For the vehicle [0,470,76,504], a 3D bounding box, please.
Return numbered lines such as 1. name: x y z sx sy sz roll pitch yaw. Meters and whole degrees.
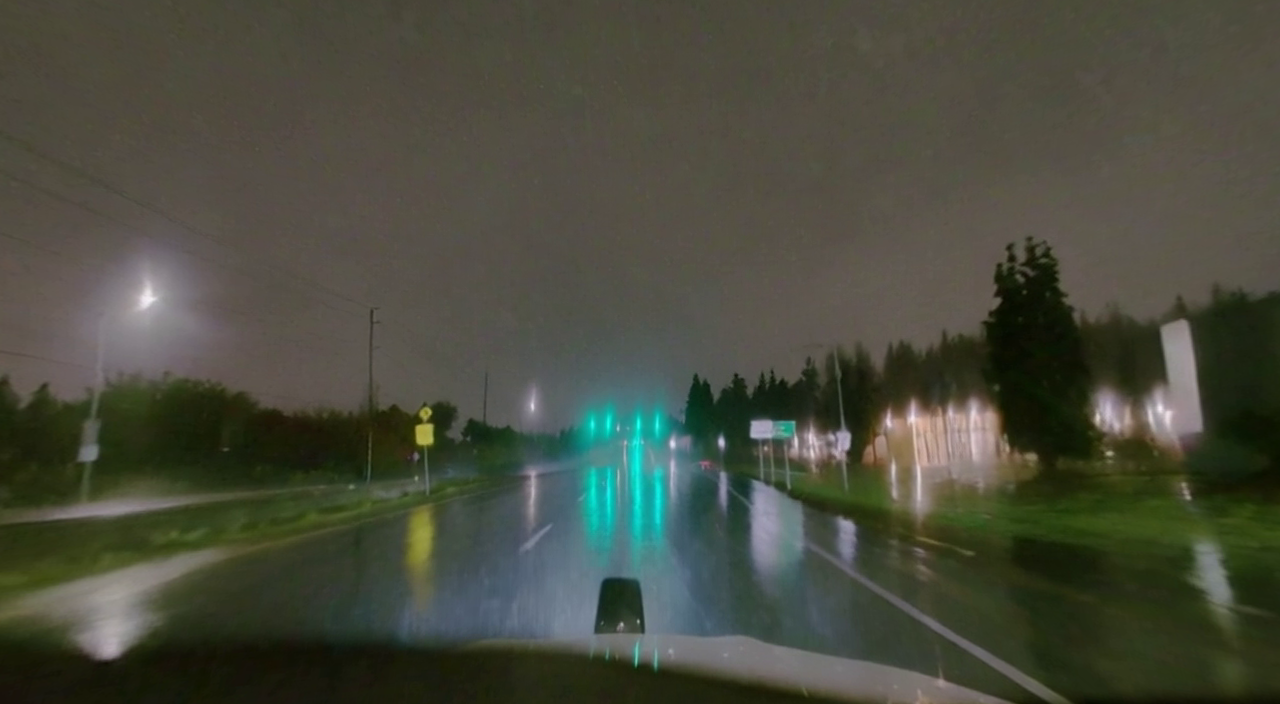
1. vehicle: -41.015 8.869 41.662 5.552 2.047 2.384 -1 -8 6
